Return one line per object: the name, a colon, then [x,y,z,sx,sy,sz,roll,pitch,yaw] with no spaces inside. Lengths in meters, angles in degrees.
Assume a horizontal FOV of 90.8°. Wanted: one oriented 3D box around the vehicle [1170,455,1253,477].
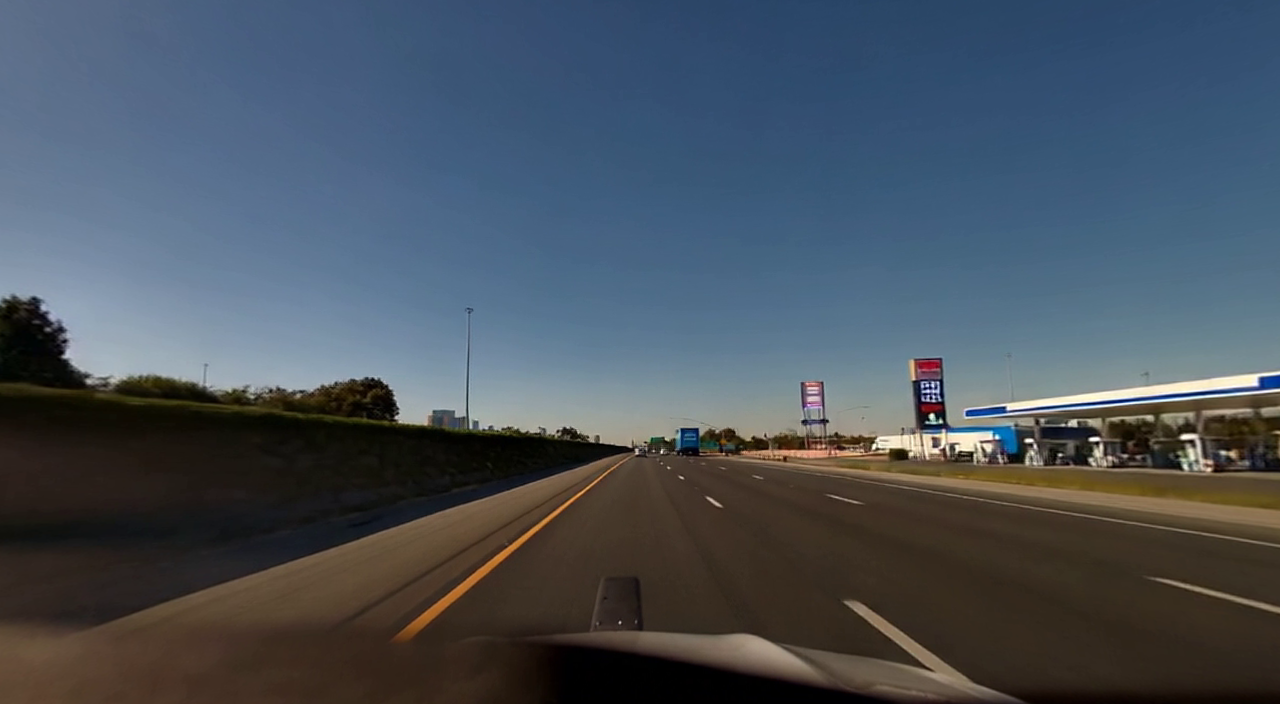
vehicle: [43.429,8.636,48.155,1.820,1.466,4.874,0,-8,1]
